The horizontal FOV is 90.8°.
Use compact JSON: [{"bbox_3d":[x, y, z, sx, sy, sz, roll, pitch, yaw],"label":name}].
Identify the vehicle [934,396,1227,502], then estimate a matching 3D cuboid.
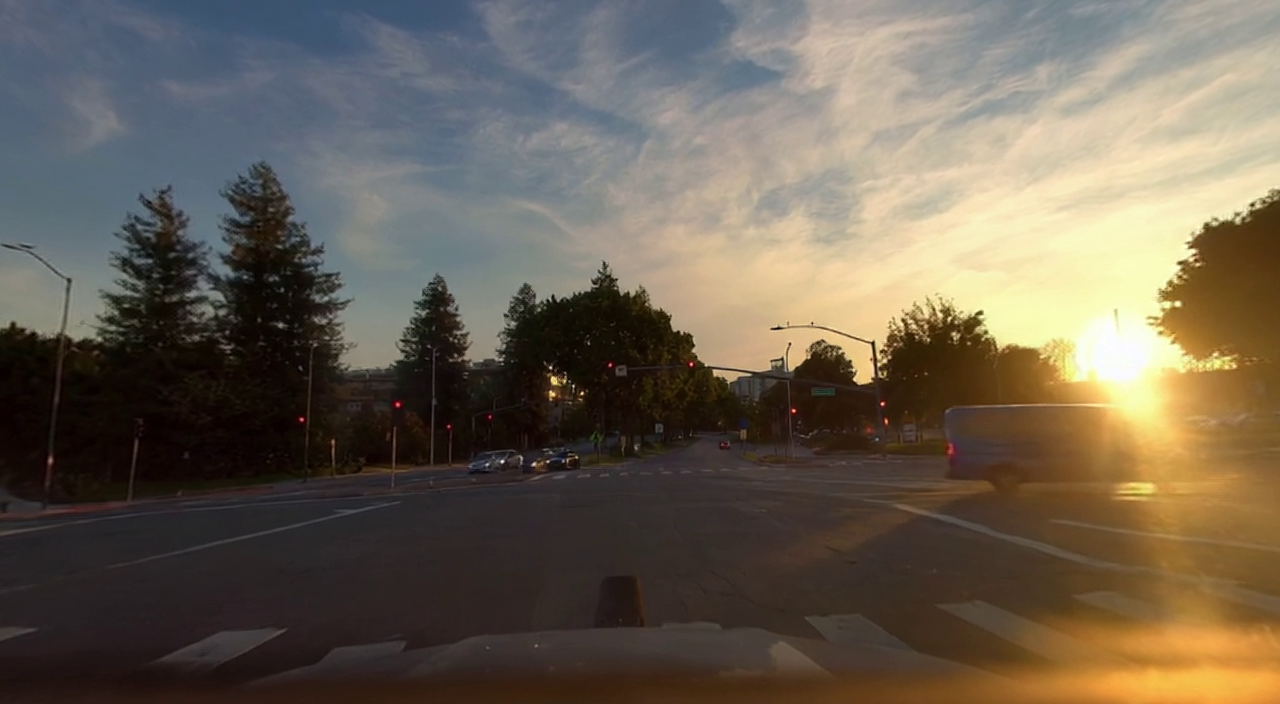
[{"bbox_3d":[11.151,2.556,16.772,5.791,2.404,2.465,-3,-9,21],"label":"vehicle"}]
